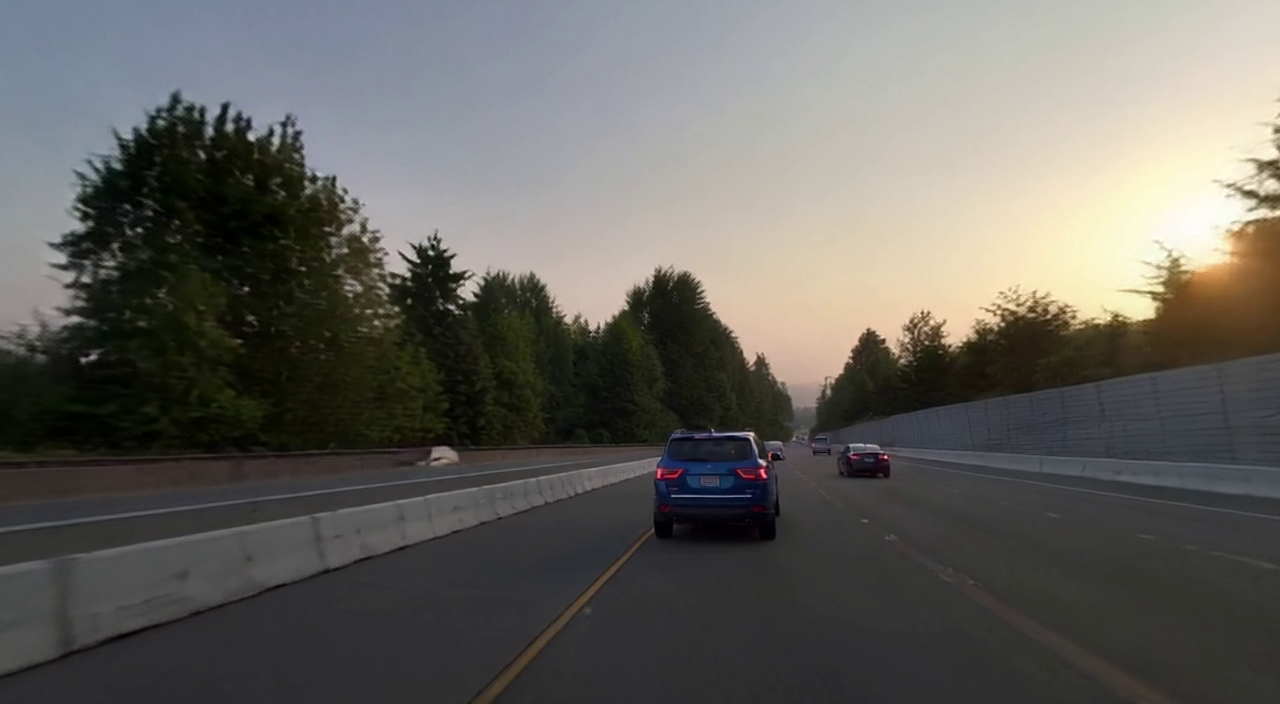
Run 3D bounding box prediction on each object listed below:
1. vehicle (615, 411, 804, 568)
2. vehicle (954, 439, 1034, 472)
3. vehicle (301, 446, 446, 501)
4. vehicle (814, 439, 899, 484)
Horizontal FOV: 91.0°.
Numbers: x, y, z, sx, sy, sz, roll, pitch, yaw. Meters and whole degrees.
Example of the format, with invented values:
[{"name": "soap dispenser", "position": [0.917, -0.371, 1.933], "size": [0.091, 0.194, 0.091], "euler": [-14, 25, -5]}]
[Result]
[{"name": "vehicle", "position": [1.107, 1.759, 8.854], "size": [2.021, 1.635, 4.085], "euler": [-2, -8, 11]}, {"name": "vehicle", "position": [16.965, 4.951, 30.416], "size": [1.990, 1.478, 4.475], "euler": [-2, -8, 11]}, {"name": "vehicle", "position": [-8.103, 3.692, 19.715], "size": [1.934, 1.478, 4.474], "euler": [-2, -8, 11]}, {"name": "vehicle", "position": [7.675, 3.875, 22.758], "size": [1.962, 1.442, 4.536], "euler": [-1, -8, 7]}]
